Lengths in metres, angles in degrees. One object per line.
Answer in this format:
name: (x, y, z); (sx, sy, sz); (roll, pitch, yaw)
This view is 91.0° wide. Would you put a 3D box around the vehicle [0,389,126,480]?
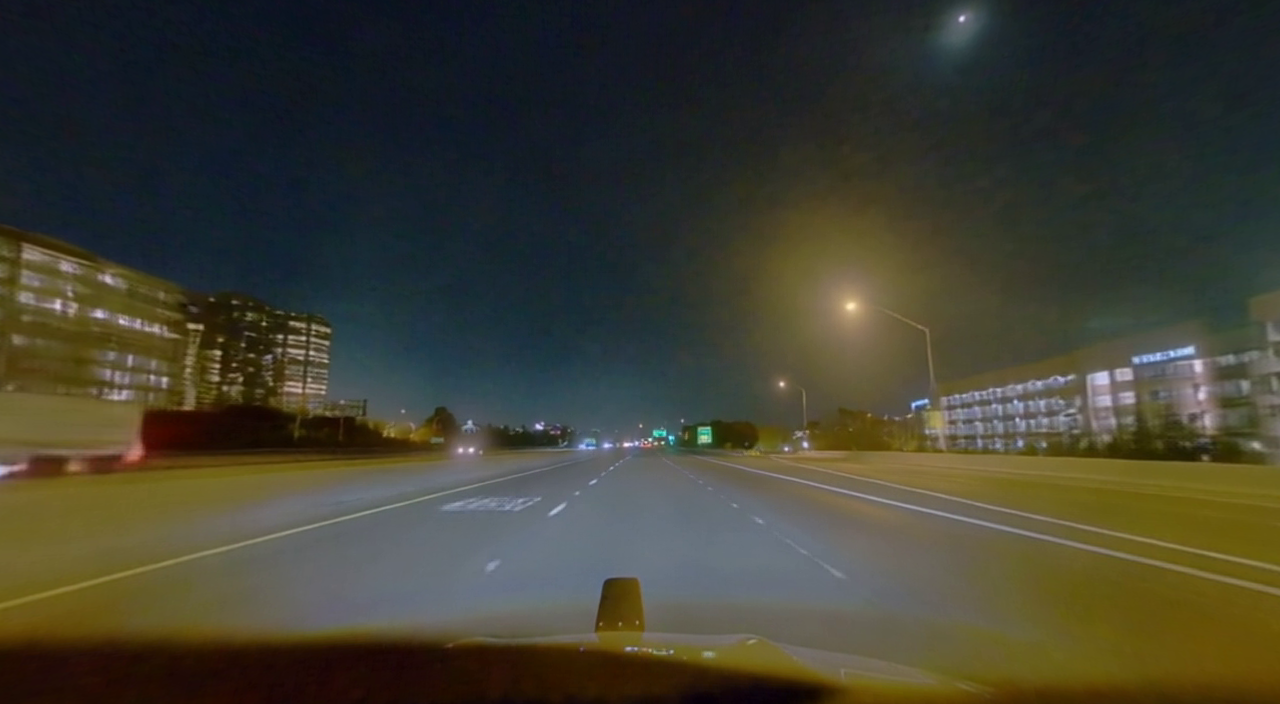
vehicle: (-31.183, 3.632, 27.863); (2.946, 4.172, 16.350); (0, -9, 1)
